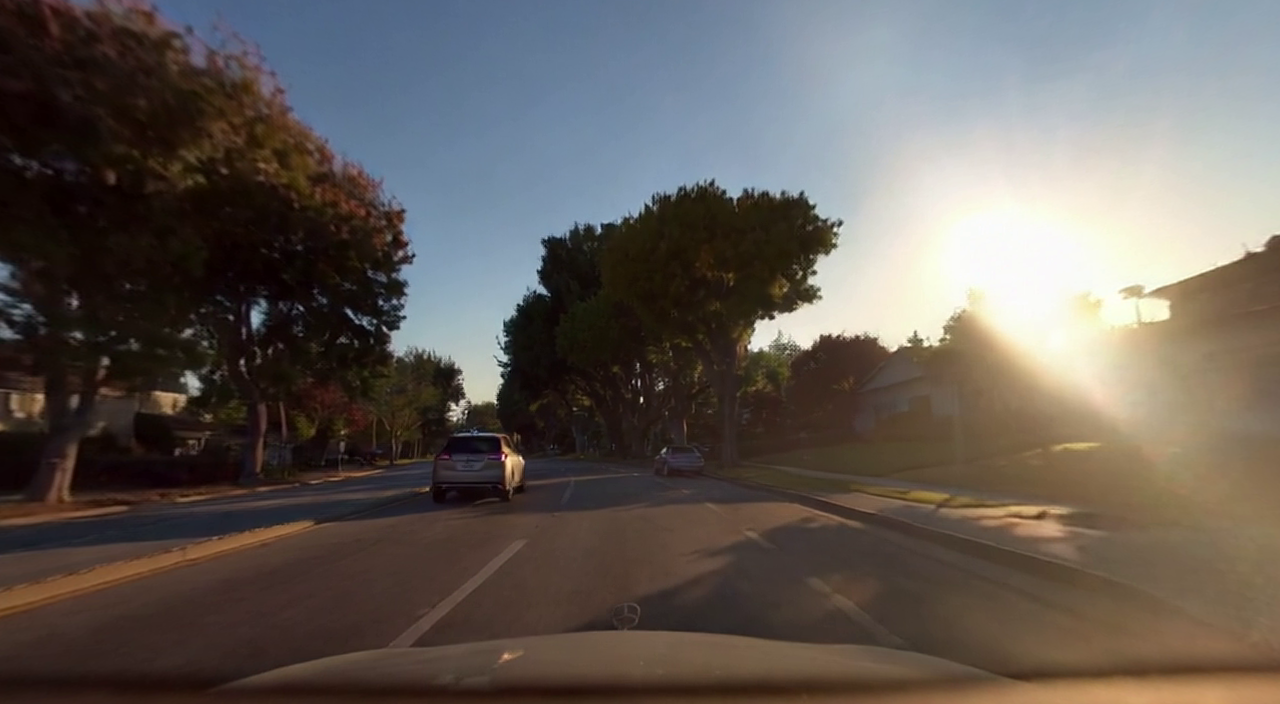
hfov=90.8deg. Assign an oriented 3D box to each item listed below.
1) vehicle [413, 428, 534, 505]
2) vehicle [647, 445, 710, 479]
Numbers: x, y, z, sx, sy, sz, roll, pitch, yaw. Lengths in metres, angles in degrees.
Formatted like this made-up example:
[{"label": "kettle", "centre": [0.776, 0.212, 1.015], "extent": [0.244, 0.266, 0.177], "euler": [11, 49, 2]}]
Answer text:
[{"label": "vehicle", "centre": [-4.244, 3.011, 16.967], "extent": [2.175, 1.772, 4.442], "euler": [1, -9, -2]}, {"label": "vehicle", "centre": [1.754, 5.229, 30.336], "extent": [1.928, 1.447, 4.386], "euler": [2, -9, -11]}]
